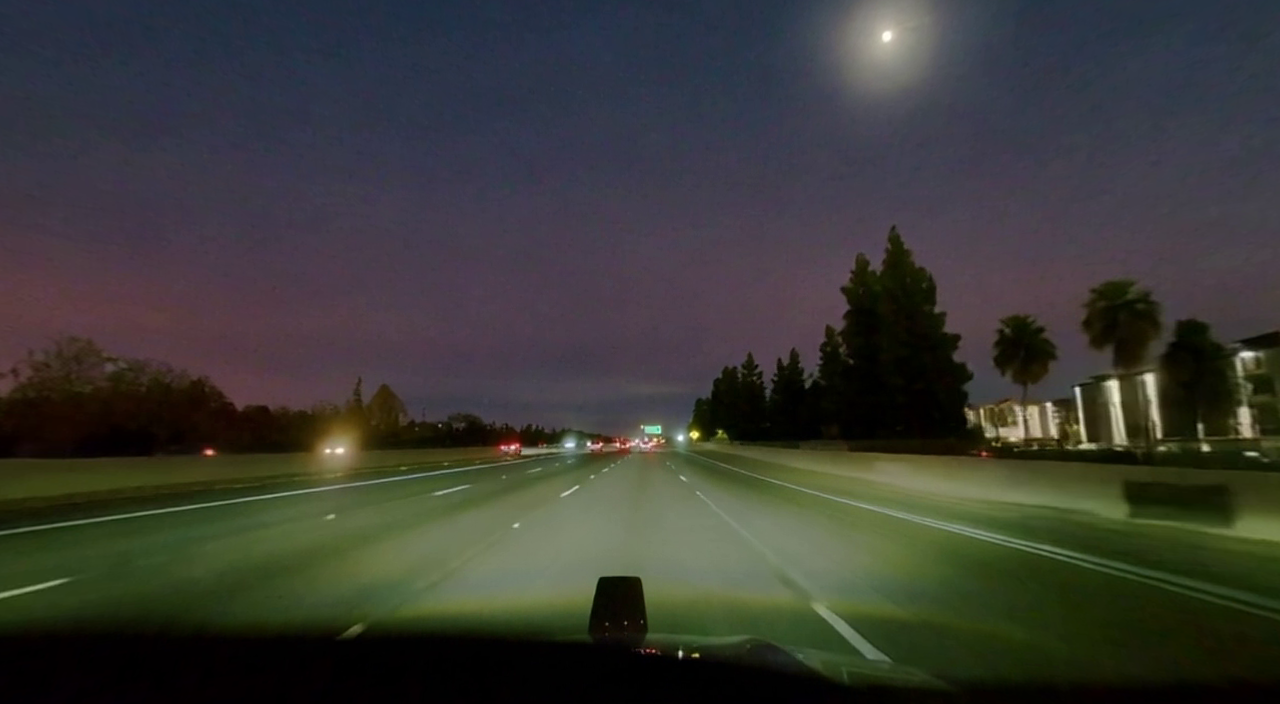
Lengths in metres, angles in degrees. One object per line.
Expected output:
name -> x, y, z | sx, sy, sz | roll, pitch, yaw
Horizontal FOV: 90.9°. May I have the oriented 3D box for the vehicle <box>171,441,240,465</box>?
vehicle -> -31.677, 7.342, 46.115 | 1.976, 1.608, 4.327 | -1, -8, -1
